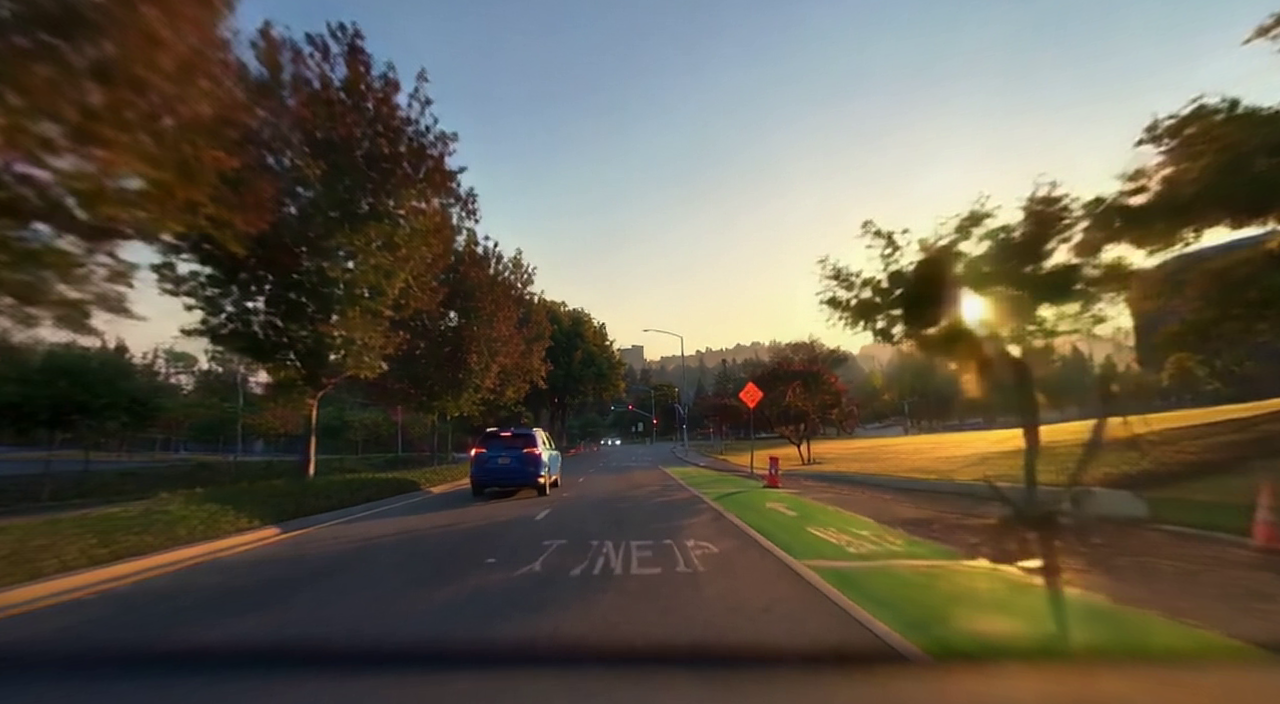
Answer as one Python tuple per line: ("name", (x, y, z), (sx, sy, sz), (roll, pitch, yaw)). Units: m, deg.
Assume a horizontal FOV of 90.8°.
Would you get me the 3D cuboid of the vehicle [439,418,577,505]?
("vehicle", (-2.968, 2.608, 15.448), (2.339, 1.790, 4.629), (0, -8, 1))
